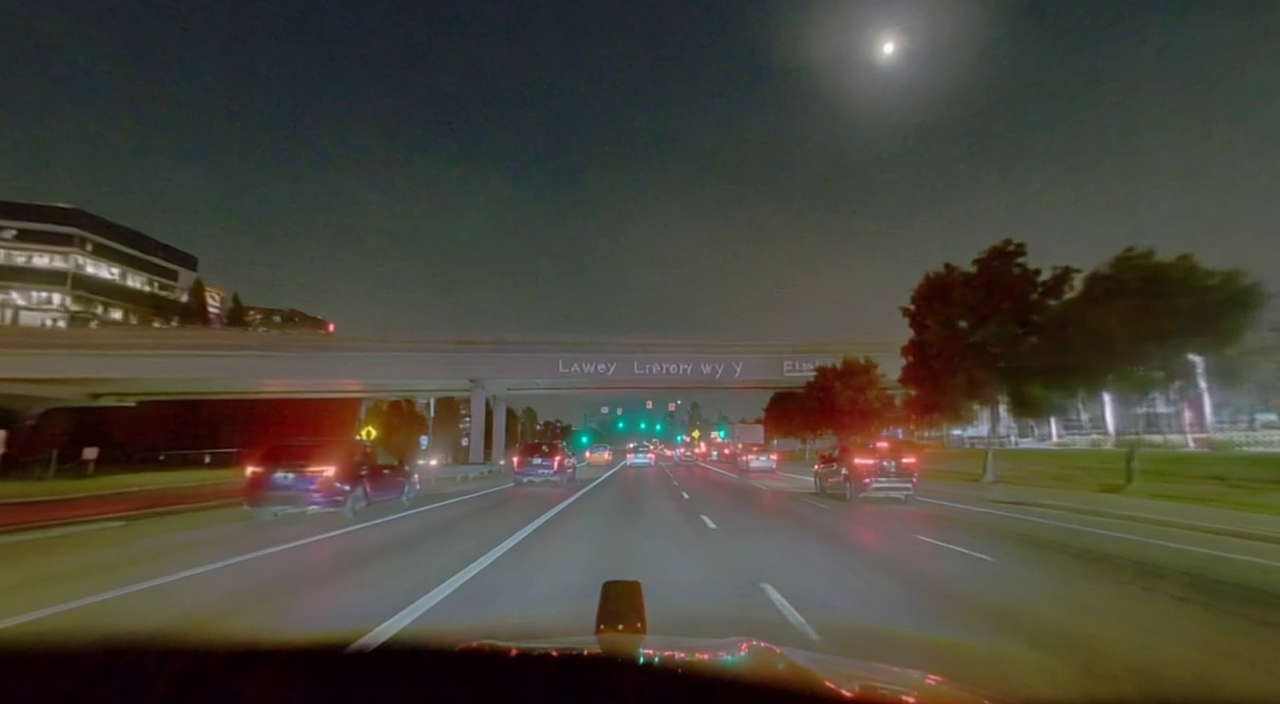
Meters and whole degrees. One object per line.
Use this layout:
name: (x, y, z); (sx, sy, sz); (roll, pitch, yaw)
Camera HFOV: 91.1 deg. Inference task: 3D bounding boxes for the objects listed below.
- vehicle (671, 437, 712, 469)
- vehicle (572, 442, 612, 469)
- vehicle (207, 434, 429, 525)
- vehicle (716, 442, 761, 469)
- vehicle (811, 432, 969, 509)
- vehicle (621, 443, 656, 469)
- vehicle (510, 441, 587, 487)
vehicle: (3.004, 6.018, 37.627); (2.034, 1.762, 4.420); (0, -8, -1)
vehicle: (-2.808, 6.188, 37.632); (1.980, 1.491, 4.351); (0, -8, 0)
vehicle: (-6.096, 2.444, 12.655); (2.070, 1.488, 4.376); (0, -8, 1)
vehicle: (6.002, 6.341, 38.609); (1.924, 1.527, 4.268); (0, -8, -2)
vehicle: (5.984, 2.872, 15.729); (2.056, 1.624, 4.498); (0, -8, -1)
vehicle: (-0.098, 6.325, 38.418); (2.026, 1.453, 3.780); (0, -8, 0)
vehicle: (-3.158, 3.974, 22.599); (2.041, 1.466, 4.212); (0, -8, 1)
